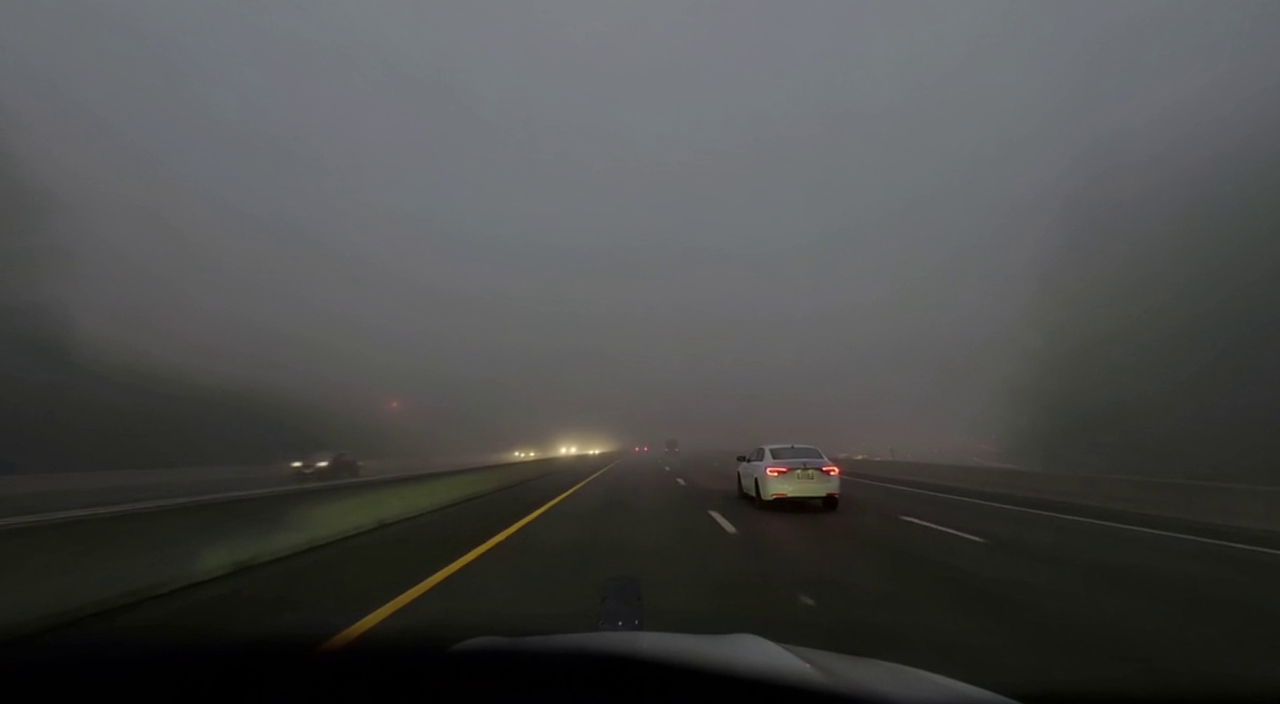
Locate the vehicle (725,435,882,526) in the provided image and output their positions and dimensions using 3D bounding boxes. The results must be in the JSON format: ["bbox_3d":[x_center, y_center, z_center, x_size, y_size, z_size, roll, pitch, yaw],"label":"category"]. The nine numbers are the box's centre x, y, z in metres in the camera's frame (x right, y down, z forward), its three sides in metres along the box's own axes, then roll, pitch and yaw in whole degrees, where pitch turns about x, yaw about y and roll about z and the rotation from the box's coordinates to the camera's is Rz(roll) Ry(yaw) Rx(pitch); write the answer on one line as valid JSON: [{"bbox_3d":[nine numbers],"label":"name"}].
[{"bbox_3d":[3.113,2.548,13.170,1.982,1.533,4.612,0,-9,-1],"label":"vehicle"}]

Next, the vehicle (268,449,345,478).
[{"bbox_3d":[-20.092,6.700,38.288,1.976,1.589,4.669,0,-9,2],"label":"vehicle"}]
